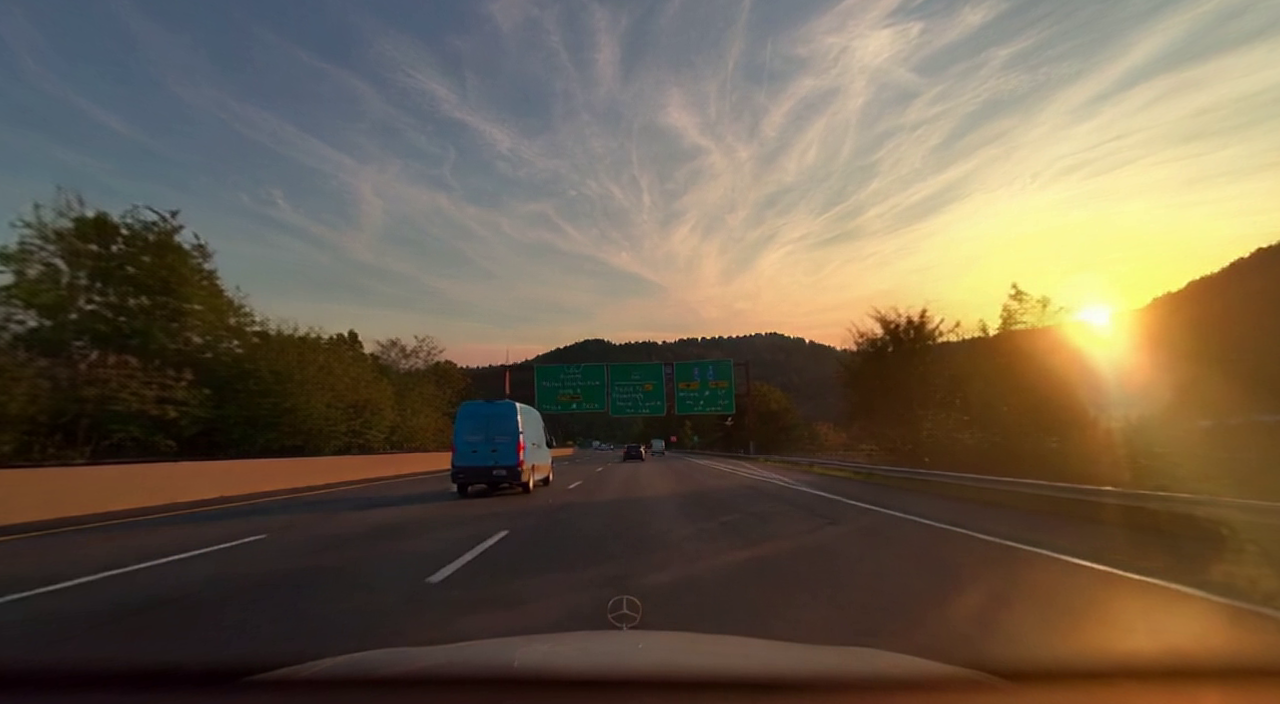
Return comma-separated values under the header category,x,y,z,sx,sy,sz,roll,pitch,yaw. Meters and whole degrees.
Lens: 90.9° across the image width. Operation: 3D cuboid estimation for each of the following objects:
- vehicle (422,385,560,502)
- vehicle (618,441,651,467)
category,x,y,z,sx,sy,sz,roll,pitch,yaw
vehicle,-3.872,2.597,17.829,2.382,2.736,5.982,0,-9,0
vehicle,-0.357,6.989,43.238,2.183,1.662,3.968,0,-9,0
